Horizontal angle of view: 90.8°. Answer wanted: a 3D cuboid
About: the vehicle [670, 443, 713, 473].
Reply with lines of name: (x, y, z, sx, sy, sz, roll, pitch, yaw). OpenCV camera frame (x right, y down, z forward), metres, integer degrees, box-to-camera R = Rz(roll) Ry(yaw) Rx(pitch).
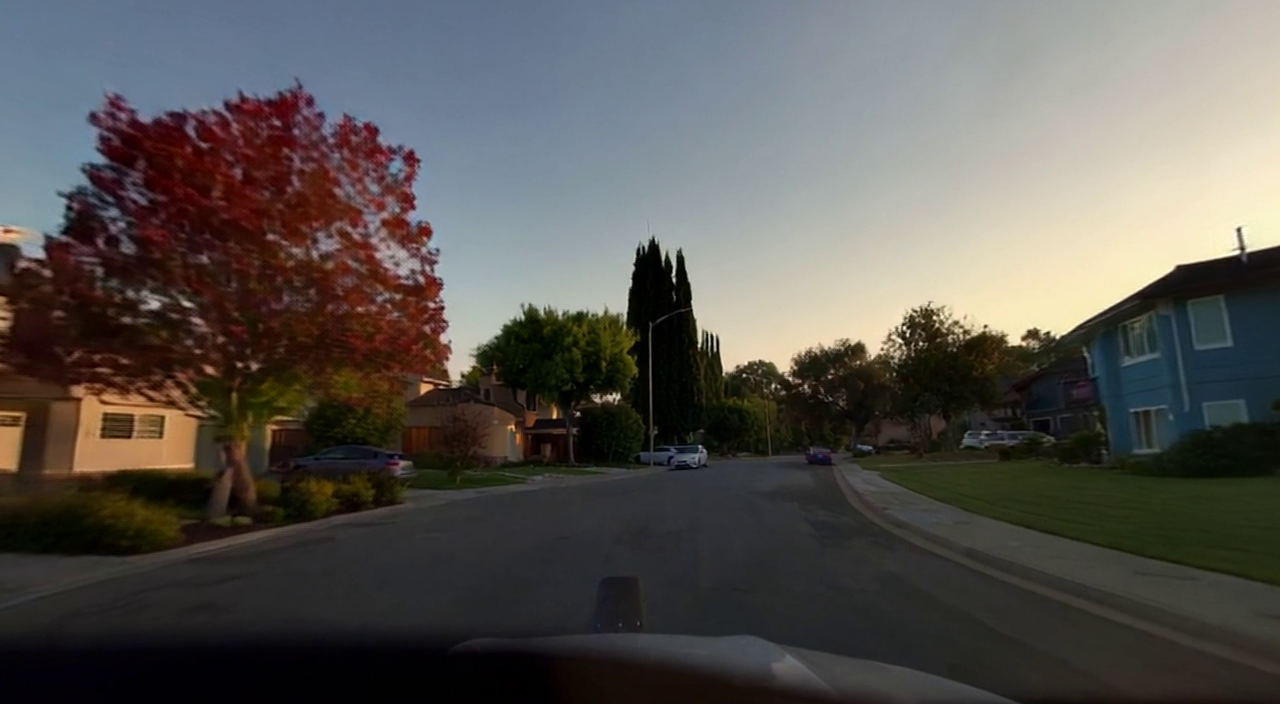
vehicle: (3.697, 7.395, 44.335, 2.215, 1.859, 4.765, -1, -8, 15)

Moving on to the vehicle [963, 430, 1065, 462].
vehicle: (20.767, 5.220, 35.203, 4.384, 1.688, 1.956, 0, -9, 0)
